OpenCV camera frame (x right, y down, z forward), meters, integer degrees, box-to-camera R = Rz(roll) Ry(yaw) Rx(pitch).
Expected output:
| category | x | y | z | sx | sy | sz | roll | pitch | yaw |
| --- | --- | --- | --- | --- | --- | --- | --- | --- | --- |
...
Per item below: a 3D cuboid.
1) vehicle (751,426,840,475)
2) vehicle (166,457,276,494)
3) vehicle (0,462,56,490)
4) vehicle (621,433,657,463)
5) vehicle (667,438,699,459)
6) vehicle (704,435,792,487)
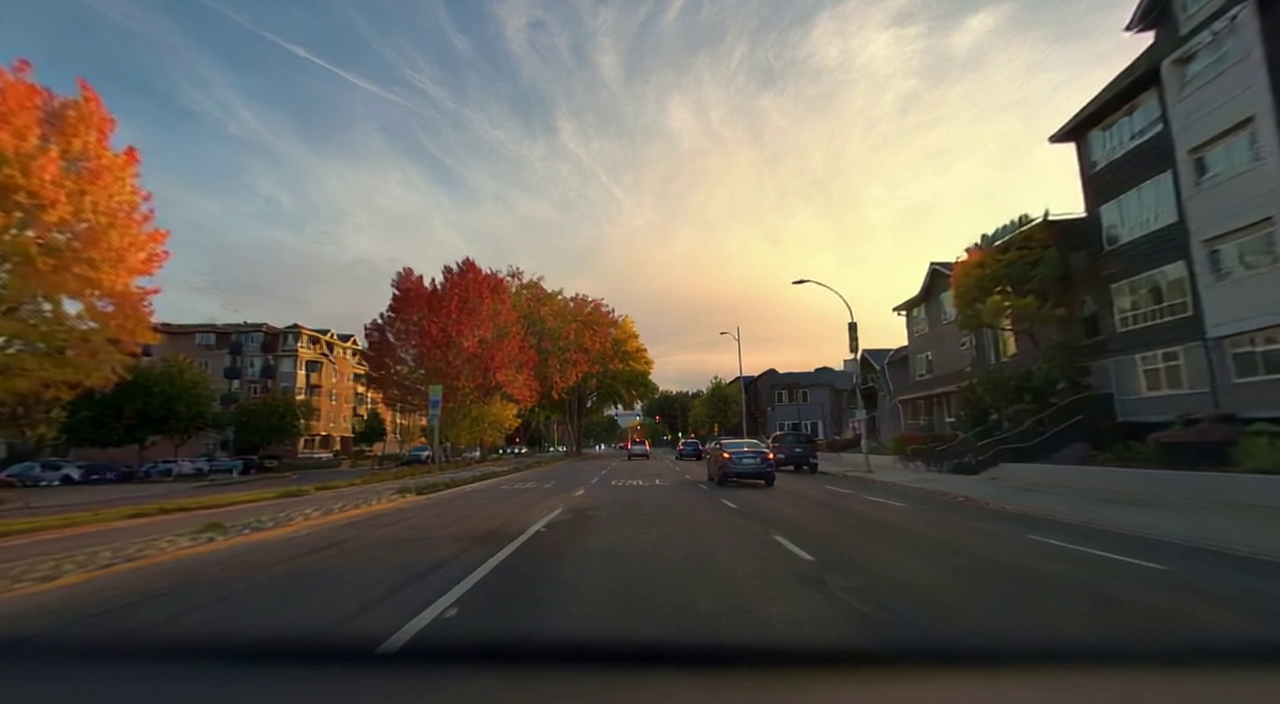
| category | x | y | z | sx | sy | sz | roll | pitch | yaw |
| --- | --- | --- | --- | --- | --- | --- | --- | --- | --- |
| vehicle | 6.776 | 4.390 | 28.234 | 2.378 | 1.946 | 5.826 | 0 | -9 | -1 |
| vehicle | -19.361 | 5.687 | 29.393 | 1.886 | 1.495 | 4.593 | 0 | -9 | 1 |
| vehicle | -41.664 | 8.171 | 41.475 | 4.550 | 1.660 | 2.054 | -1 | -8 | 5 |
| vehicle | -0.105 | 6.362 | 41.811 | 2.239 | 1.856 | 4.815 | 0 | -9 | -1 |
| vehicle | 3.315 | 7.532 | 49.152 | 2.178 | 1.546 | 4.311 | 0 | -9 | 0 |
| vehicle | 3.391 | 3.518 | 20.707 | 1.977 | 1.498 | 4.521 | 0 | -9 | -1 |
